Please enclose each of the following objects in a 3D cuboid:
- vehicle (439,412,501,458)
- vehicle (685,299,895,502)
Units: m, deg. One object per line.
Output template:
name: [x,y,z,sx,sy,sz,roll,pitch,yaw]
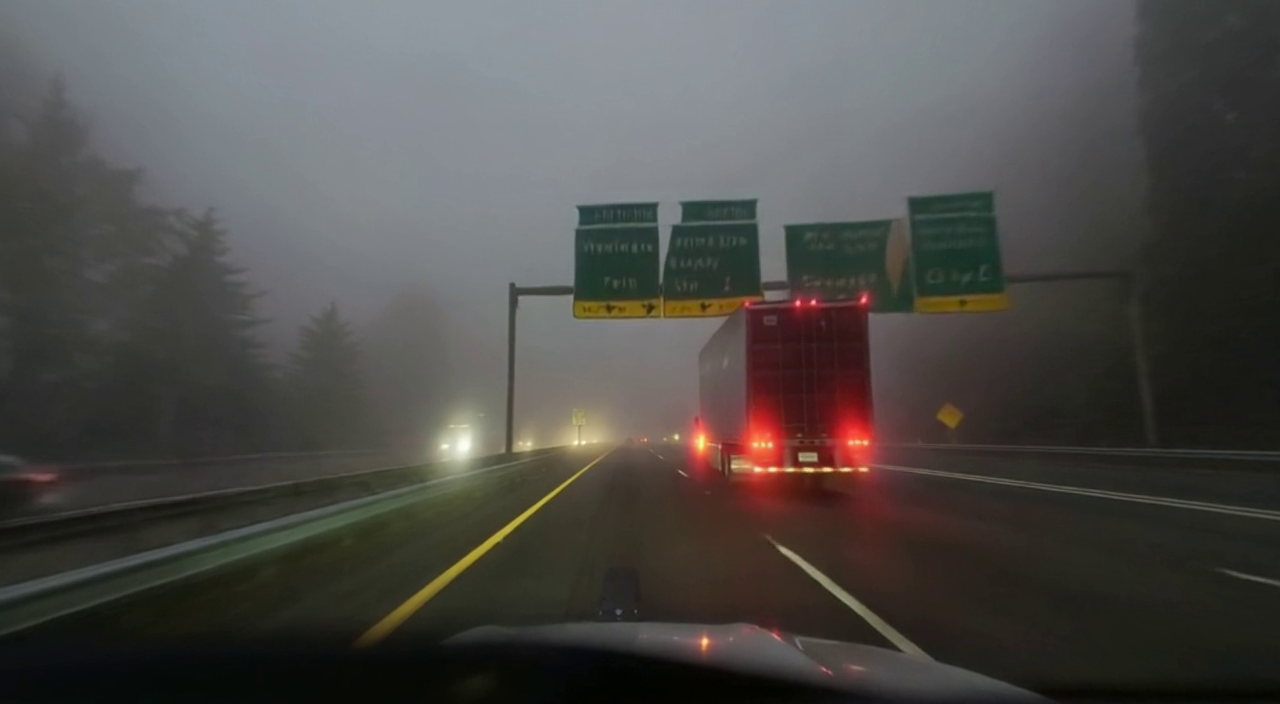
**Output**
vehicle: [-13.116,6.502,49.366,2.697,3.310,7.825,0,-7,-1]
vehicle: [3.399,1.781,19.087,2.954,3.995,13.335,0,-7,-1]
